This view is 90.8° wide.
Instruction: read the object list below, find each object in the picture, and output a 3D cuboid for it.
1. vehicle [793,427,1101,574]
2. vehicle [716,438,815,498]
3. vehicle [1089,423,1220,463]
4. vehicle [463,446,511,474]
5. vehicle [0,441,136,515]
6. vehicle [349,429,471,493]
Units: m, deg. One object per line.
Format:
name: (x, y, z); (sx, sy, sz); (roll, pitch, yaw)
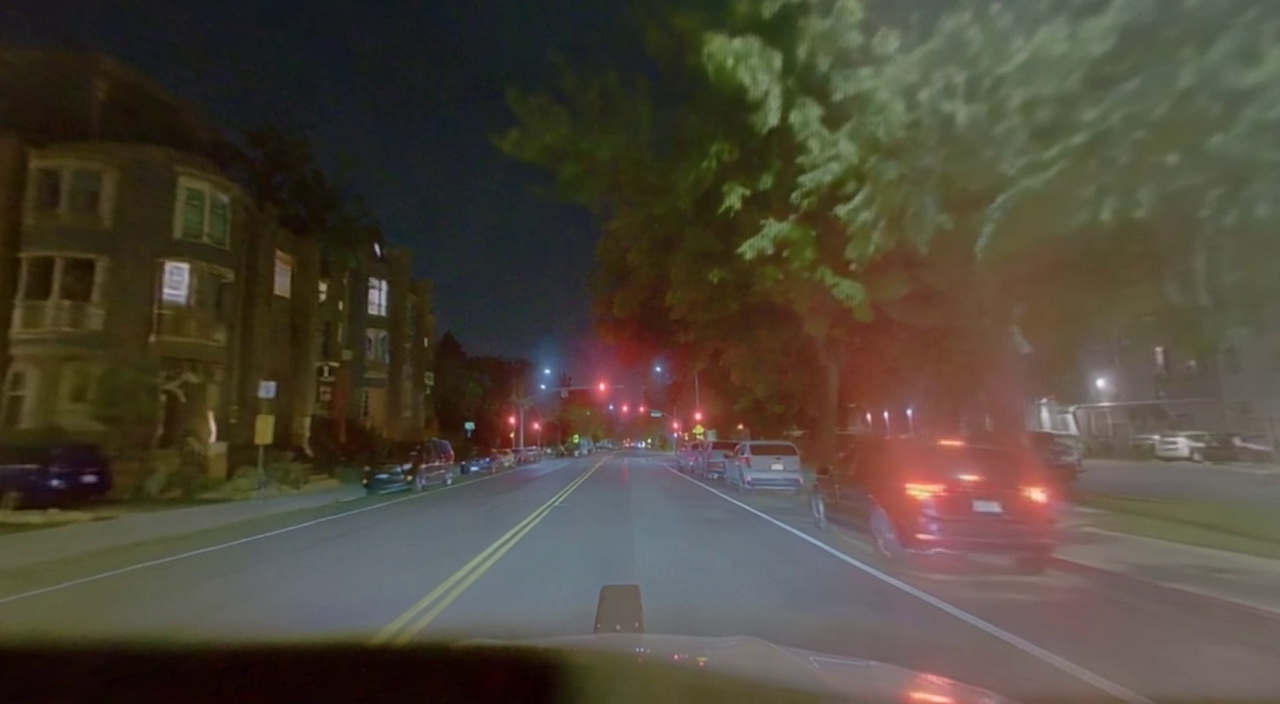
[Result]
vehicle: (3.833, 1.913, 8.993); (1.955, 1.536, 4.395); (0, -9, -4)
vehicle: (3.451, 3.282, 18.252); (1.809, 1.513, 4.264); (0, -9, -3)
vehicle: (24.599, 4.373, 30.314); (4.476, 1.795, 2.055); (0, -9, -2)
vehicle: (-8.509, 6.006, 35.438); (1.860, 1.476, 4.594); (0, -9, -4)
vehicle: (-14.586, 2.930, 15.077); (1.848, 1.562, 3.827); (0, -8, 1)
vehicle: (-8.089, 3.904, 23.007); (2.420, 2.004, 5.615); (0, -9, -1)
